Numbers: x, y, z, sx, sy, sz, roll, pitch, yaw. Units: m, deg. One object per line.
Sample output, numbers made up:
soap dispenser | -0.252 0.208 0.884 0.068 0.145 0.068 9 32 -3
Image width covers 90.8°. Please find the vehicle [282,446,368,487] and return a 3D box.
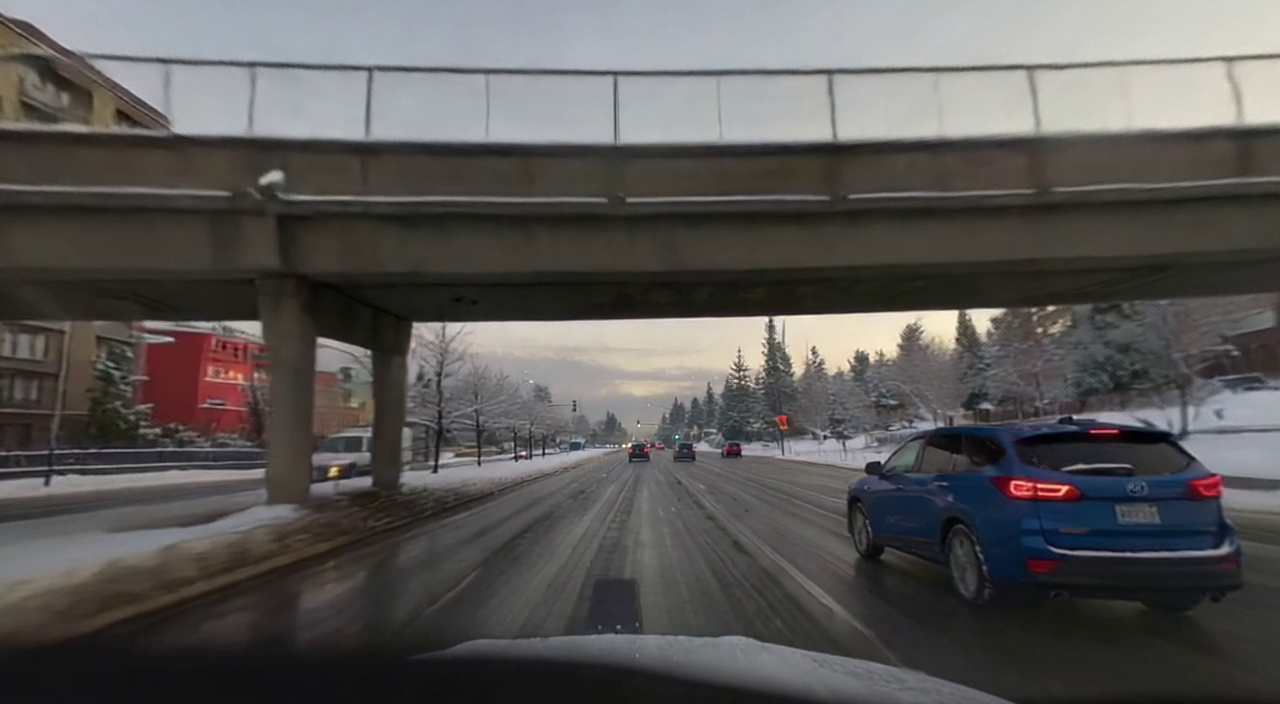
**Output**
vehicle | -14.172 5.141 28.665 1.812 1.511 4.123 -2 -7 0

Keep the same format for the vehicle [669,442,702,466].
vehicle | 3.442 7.771 48.220 2.165 1.708 3.928 0 -8 -1

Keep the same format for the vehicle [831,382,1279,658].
vehicle | 3.714 1.407 6.408 2.130 1.741 4.665 0 -8 1

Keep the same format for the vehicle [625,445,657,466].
vehicle | 0.060 7.572 46.470 2.173 1.498 4.528 0 -8 0
